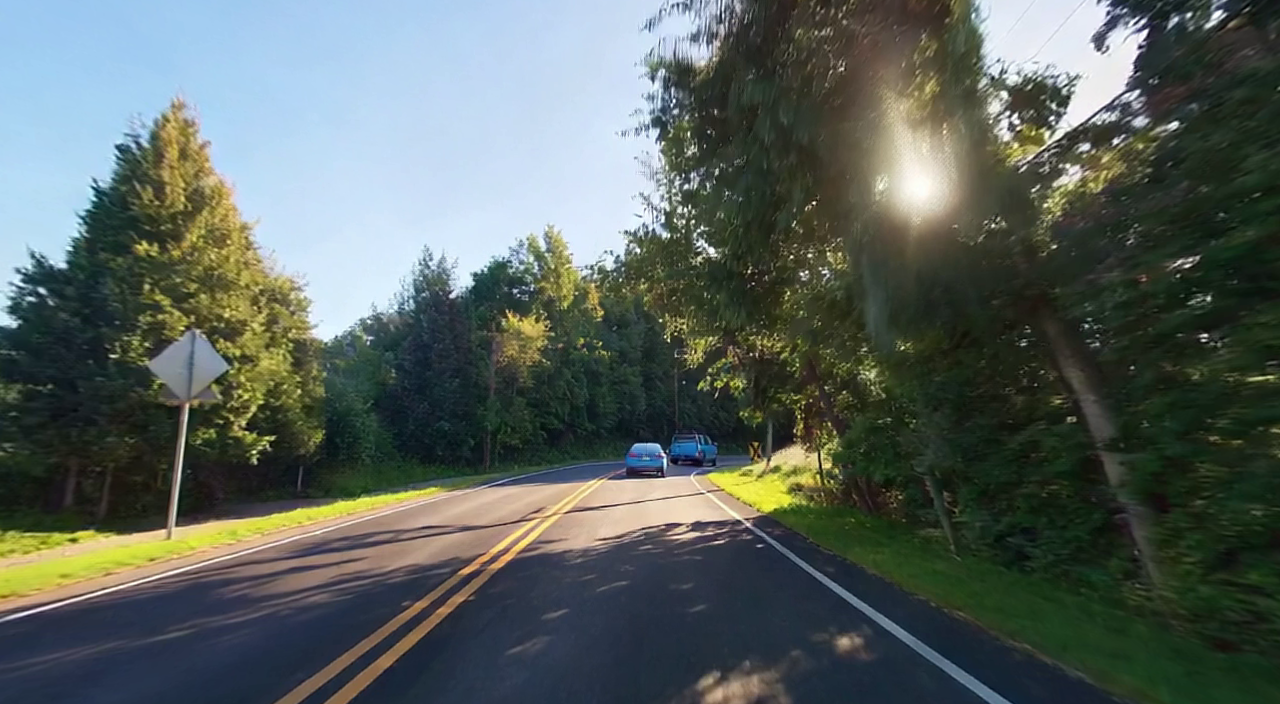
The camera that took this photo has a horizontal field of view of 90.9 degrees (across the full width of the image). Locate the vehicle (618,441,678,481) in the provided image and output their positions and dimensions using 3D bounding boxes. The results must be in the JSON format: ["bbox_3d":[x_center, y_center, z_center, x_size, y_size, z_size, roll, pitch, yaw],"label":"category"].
[{"bbox_3d":[0.434,4.569,26.765,2.157,1.565,4.243,-1,-8,5],"label":"vehicle"}]

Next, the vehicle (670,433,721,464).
[{"bbox_3d":[4.202,7.136,46.665,2.376,2.145,5.953,-3,-9,19],"label":"vehicle"}]
